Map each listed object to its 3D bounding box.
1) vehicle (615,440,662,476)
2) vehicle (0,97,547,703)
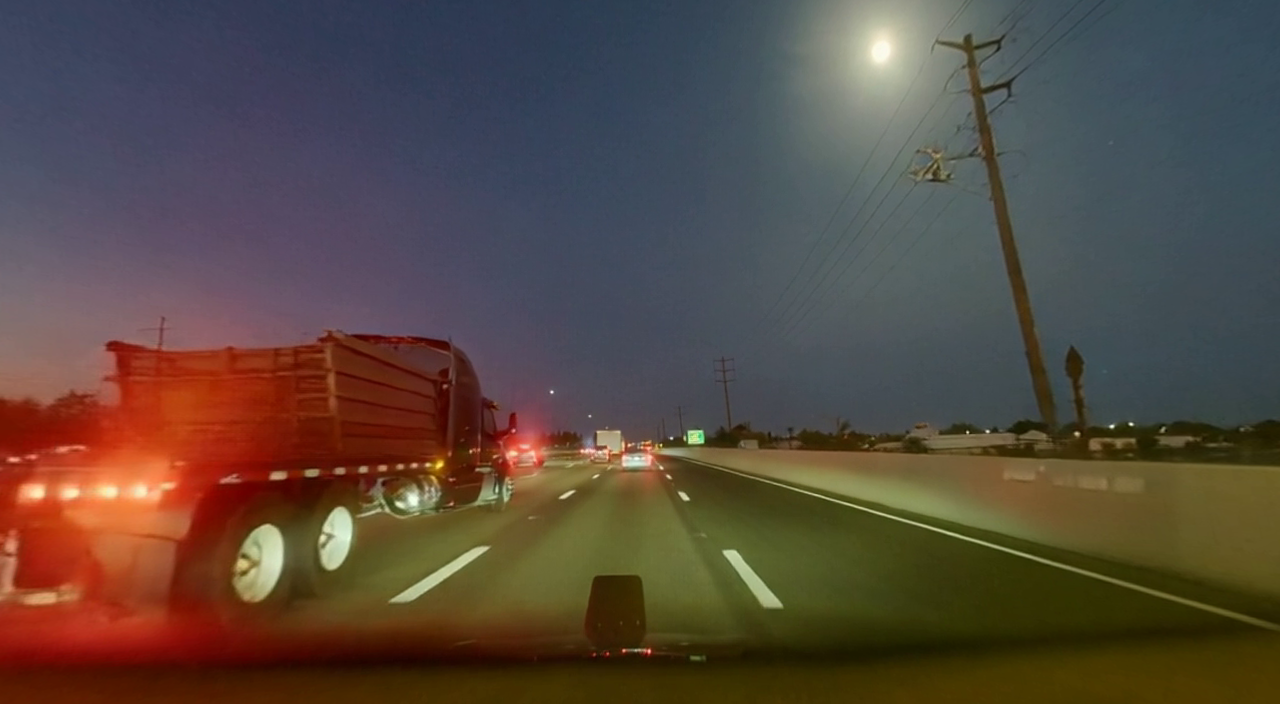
[{"bbox_3d":[-0.068,5.260,31.463,2.178,1.640,4.071,0,-9,0],"label":"vehicle"},{"bbox_3d":[-3.483,0.904,7.737,3.023,3.246,9.102,0,-9,2],"label":"vehicle"}]
